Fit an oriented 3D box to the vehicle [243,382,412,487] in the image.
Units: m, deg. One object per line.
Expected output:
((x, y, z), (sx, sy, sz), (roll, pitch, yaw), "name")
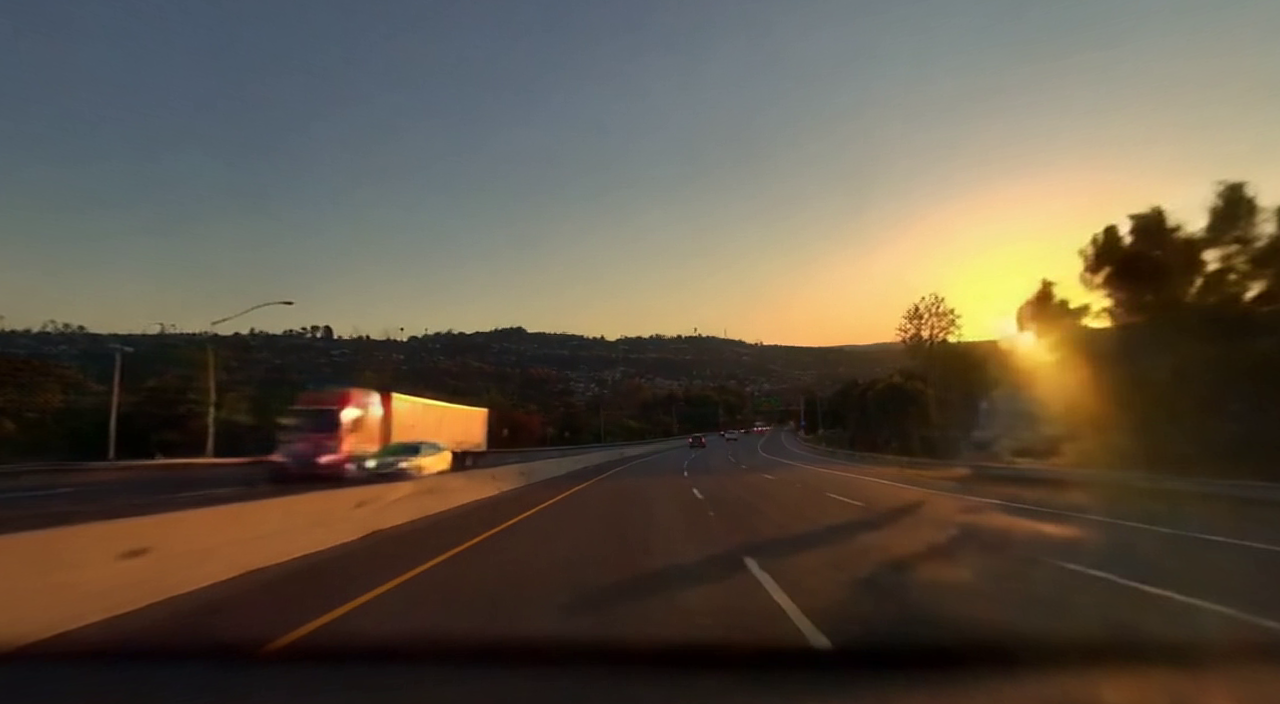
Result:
((-13.595, 3.779, 28.612), (3.020, 4.048, 8.294), (0, -8, 3), "vehicle")

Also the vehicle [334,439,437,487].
((-9.747, 4.268, 24.608), (2.008, 1.686, 4.398), (0, -8, 2), "vehicle")
